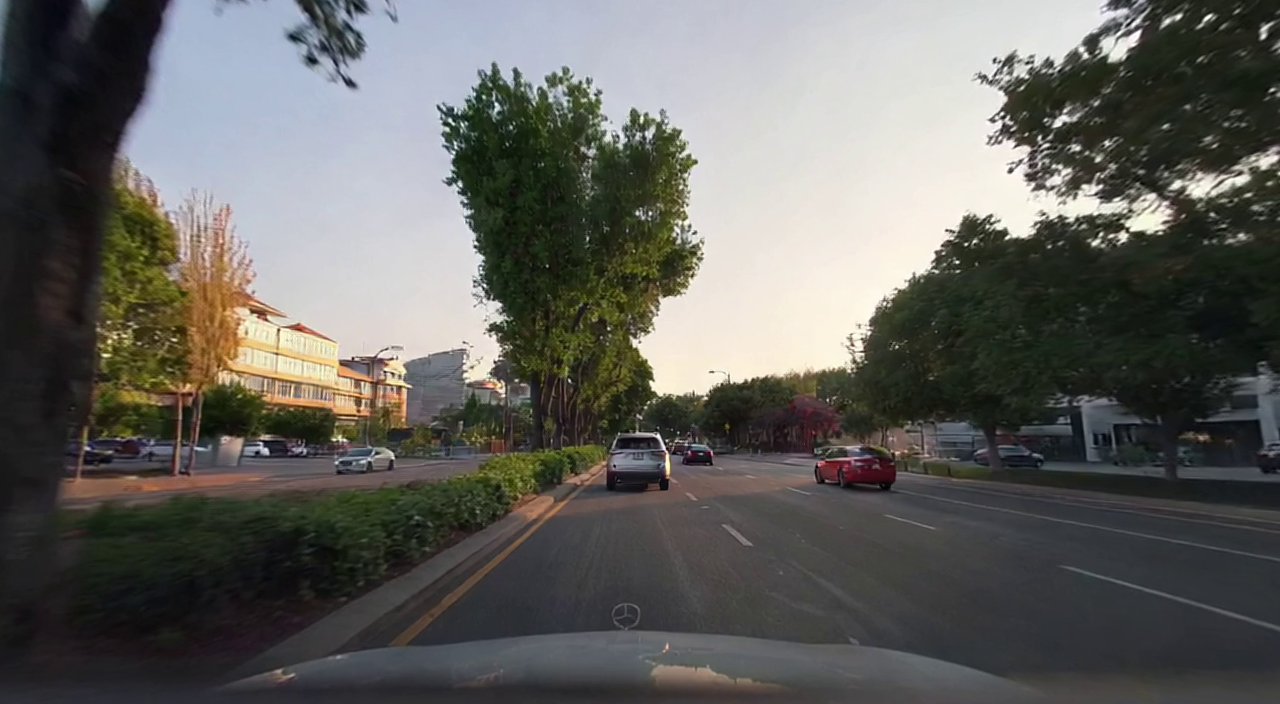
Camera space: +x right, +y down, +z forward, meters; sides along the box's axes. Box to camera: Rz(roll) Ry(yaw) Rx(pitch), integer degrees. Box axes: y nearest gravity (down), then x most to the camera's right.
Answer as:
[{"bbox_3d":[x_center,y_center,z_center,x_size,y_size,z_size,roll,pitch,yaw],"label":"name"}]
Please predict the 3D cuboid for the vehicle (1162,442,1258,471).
[{"bbox_3d":[34.680,6.355,38.617,1.842,1.607,4.605,0,-9,5],"label":"vehicle"}]

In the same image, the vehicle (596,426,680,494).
[{"bbox_3d":[-0.079,3.250,19.259,2.277,1.816,4.192,0,-9,-1],"label":"vehicle"}]

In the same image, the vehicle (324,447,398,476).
[{"bbox_3d":[-15.372,6.064,35.156,1.985,1.486,4.691,0,-9,0],"label":"vehicle"}]

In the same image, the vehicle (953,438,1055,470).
[{"bbox_3d":[19.501,5.470,33.962,4.333,1.521,1.824,-2,-7,0],"label":"vehicle"}]

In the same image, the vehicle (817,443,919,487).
[{"bbox_3d":[8.325,4.163,23.586,2.002,1.456,4.631,0,-9,-1],"label":"vehicle"}]
